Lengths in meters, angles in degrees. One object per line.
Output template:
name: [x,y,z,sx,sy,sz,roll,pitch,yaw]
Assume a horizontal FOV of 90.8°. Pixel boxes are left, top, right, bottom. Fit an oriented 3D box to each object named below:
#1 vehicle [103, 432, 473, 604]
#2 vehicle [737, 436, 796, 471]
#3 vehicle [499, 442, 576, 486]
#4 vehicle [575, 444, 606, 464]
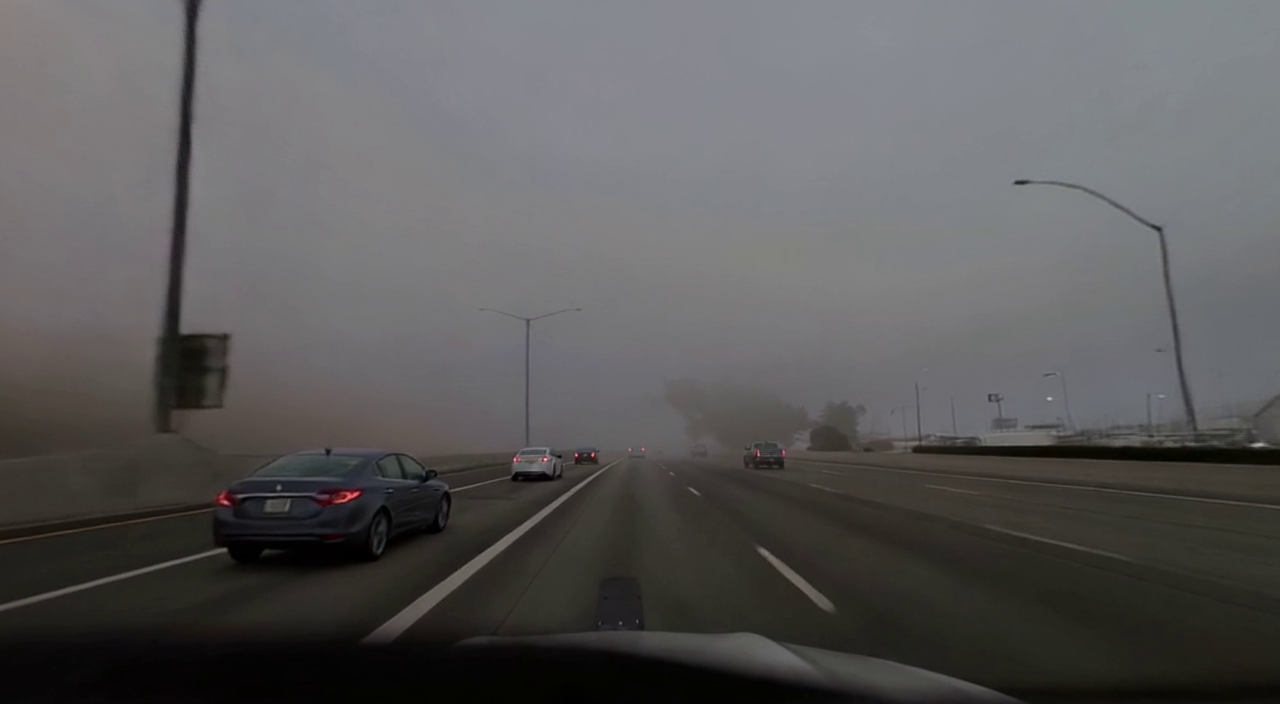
vehicle: [-3.568,1.738,7.566,1.959,1.433,4.291,0,-9,0]
vehicle: [6.835,5.539,34.741,2.147,1.769,4.666,0,-9,-1]
vehicle: [-3.672,4.107,23.497,2.047,1.469,4.614,0,-9,1]
vehicle: [-3.836,7.938,49.288,2.078,1.464,4.093,0,-9,0]
